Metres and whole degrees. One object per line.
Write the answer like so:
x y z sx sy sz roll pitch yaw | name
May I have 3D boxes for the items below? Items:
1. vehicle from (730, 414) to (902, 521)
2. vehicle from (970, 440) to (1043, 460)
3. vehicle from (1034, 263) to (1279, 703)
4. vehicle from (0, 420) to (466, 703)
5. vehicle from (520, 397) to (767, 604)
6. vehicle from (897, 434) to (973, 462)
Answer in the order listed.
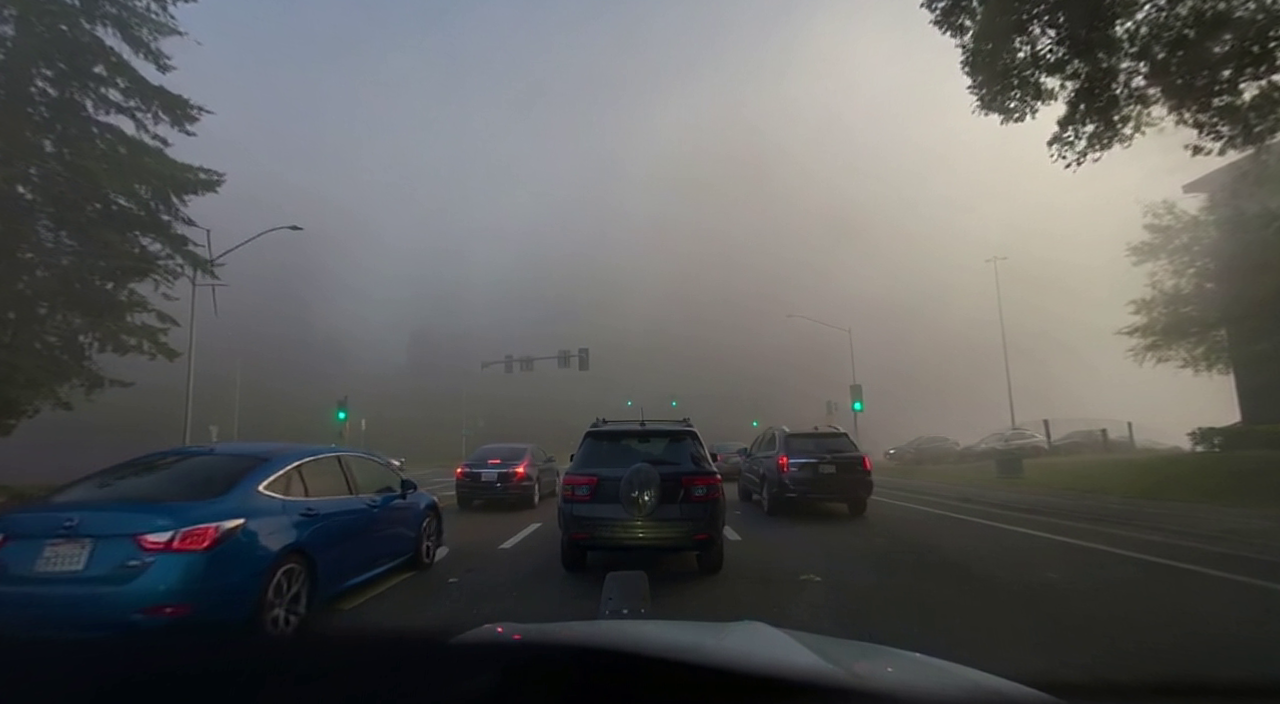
3.530 2.470 14.052 2.408 1.908 5.355 0 -8 1 | vehicle
26.358 7.049 45.395 4.180 1.376 1.583 0 -8 2 | vehicle
3.321 0.395 0.240 2.571 1.857 5.841 0 -8 0 | vehicle
-3.151 1.436 5.557 1.909 1.476 4.751 0 -8 -1 | vehicle
0.043 1.566 7.449 2.113 1.768 3.901 0 -8 0 | vehicle
21.357 6.964 45.758 4.437 1.863 2.068 0 -6 3 | vehicle
